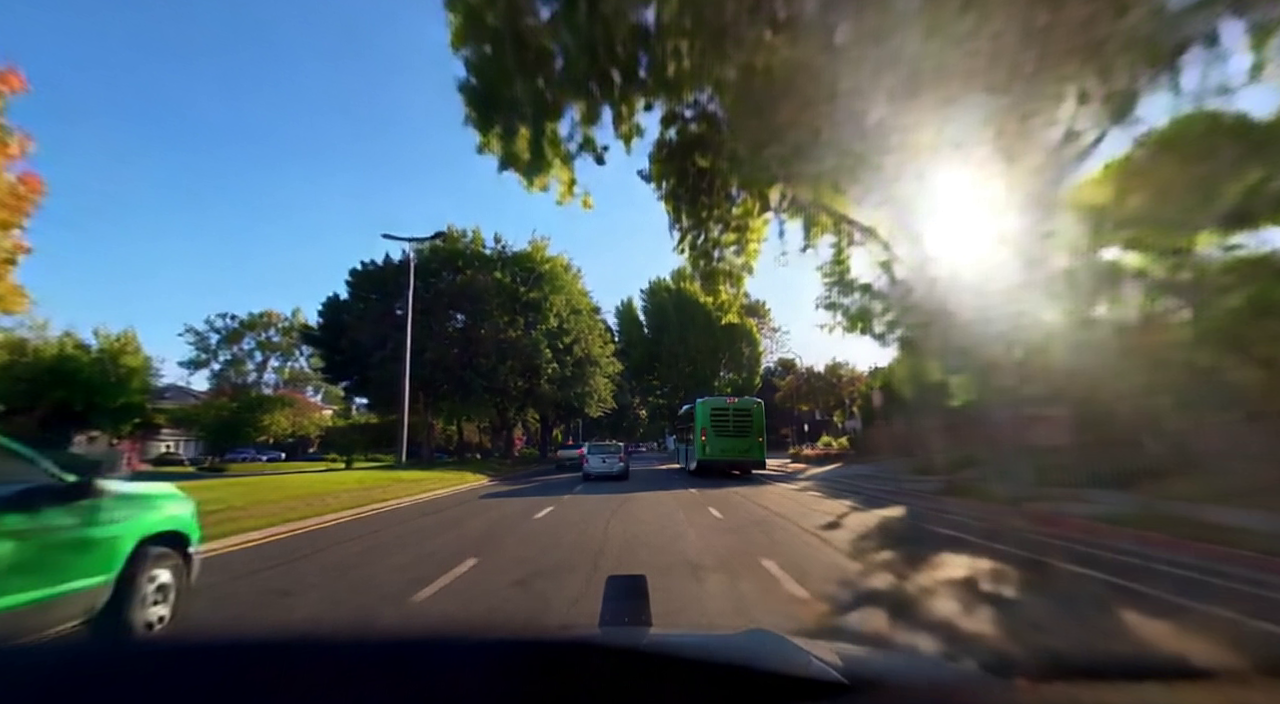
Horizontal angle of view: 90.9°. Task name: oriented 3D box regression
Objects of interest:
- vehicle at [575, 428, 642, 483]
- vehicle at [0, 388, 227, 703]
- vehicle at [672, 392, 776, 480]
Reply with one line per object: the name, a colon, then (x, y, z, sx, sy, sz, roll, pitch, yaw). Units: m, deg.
vehicle: (-1.066, 3.921, 24.082, 2.074, 1.849, 5.137, 0, -8, 2)
vehicle: (-3.986, 0.829, 2.081, 2.109, 1.543, 4.535, 0, -8, 1)
vehicle: (3.443, 4.053, 29.855, 3.059, 3.264, 12.623, 0, -8, -1)
